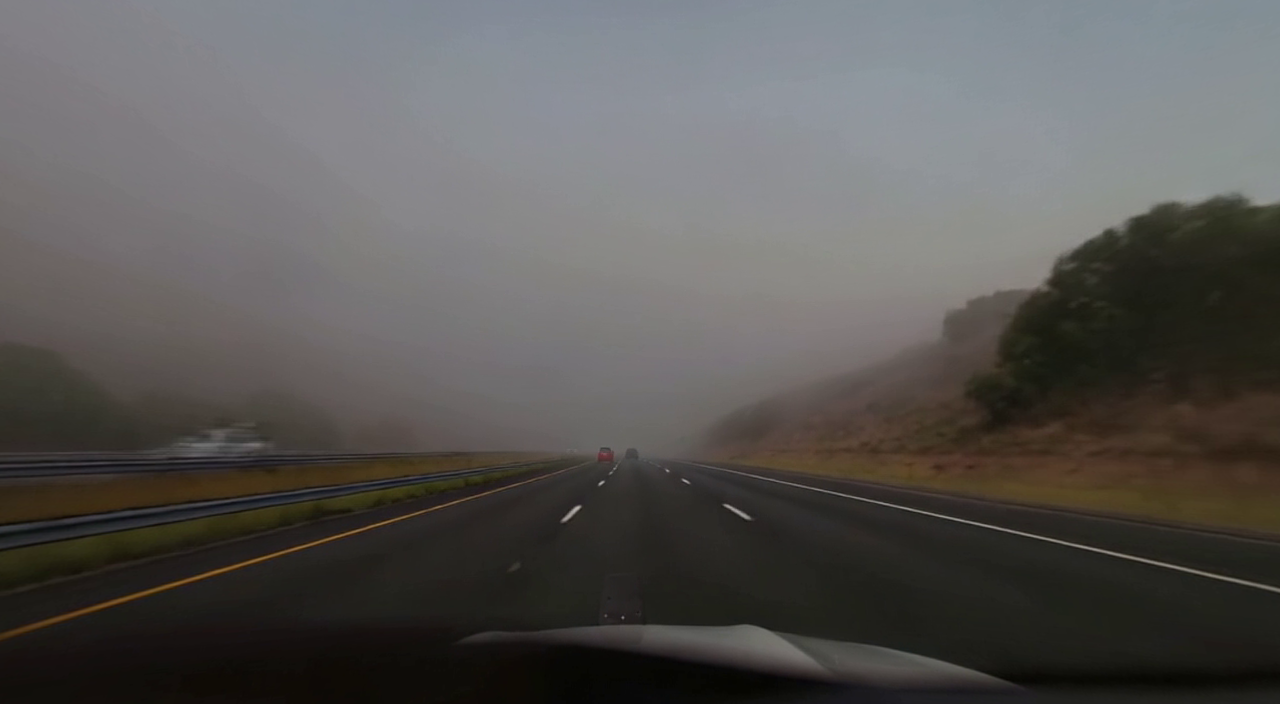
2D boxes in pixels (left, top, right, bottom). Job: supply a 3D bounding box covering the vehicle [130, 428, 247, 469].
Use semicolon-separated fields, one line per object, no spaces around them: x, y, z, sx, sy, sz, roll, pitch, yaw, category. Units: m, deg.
-18.220;3.951;25.700;1.809;1.502;4.012;0;-9;-1;vehicle
